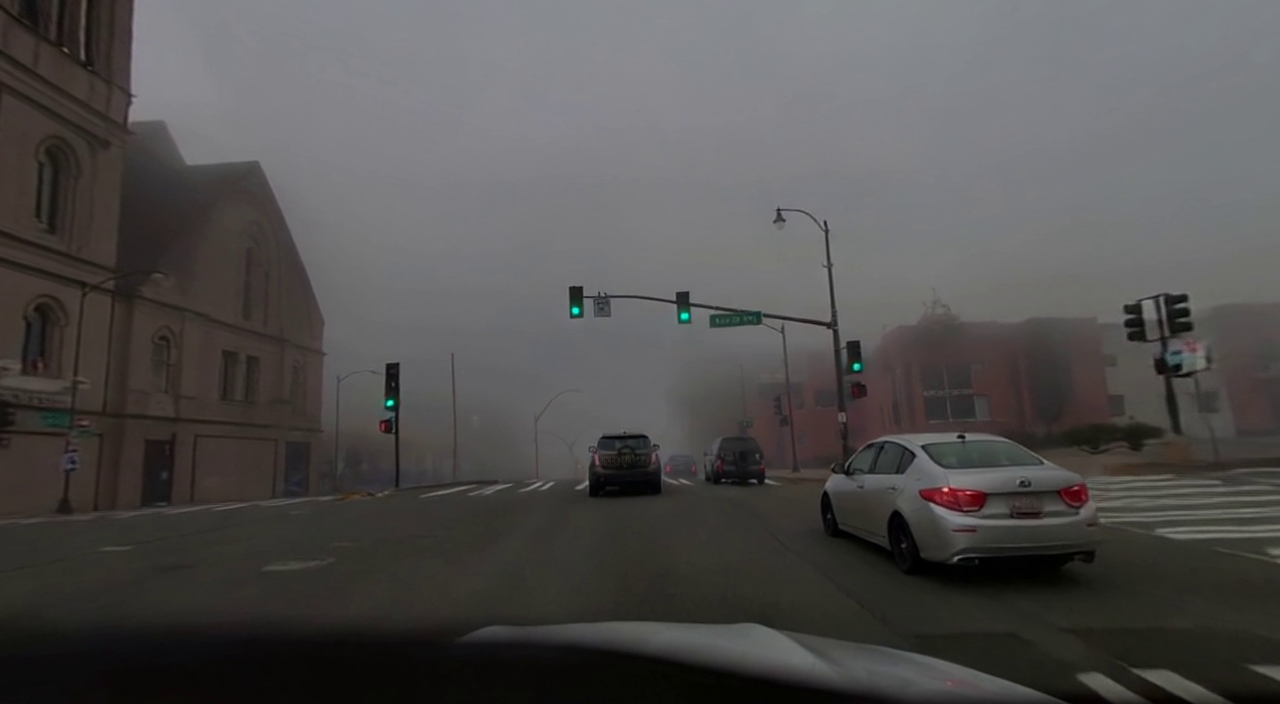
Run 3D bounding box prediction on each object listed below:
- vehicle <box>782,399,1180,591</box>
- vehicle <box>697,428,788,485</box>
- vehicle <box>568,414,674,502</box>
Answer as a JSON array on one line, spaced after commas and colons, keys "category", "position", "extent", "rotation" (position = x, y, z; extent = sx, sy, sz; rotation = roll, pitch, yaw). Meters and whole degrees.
[{"category": "vehicle", "position": [3.190, 1.457, 7.230], "extent": [1.883, 1.472, 4.471], "rotation": [0, -9, -3]}, {"category": "vehicle", "position": [2.910, 3.108, 18.944], "extent": [1.890, 1.491, 4.166], "rotation": [0, -9, -2]}, {"category": "vehicle", "position": [-0.476, 2.492, 15.105], "extent": [2.168, 1.776, 4.135], "rotation": [0, -9, -2]}]
